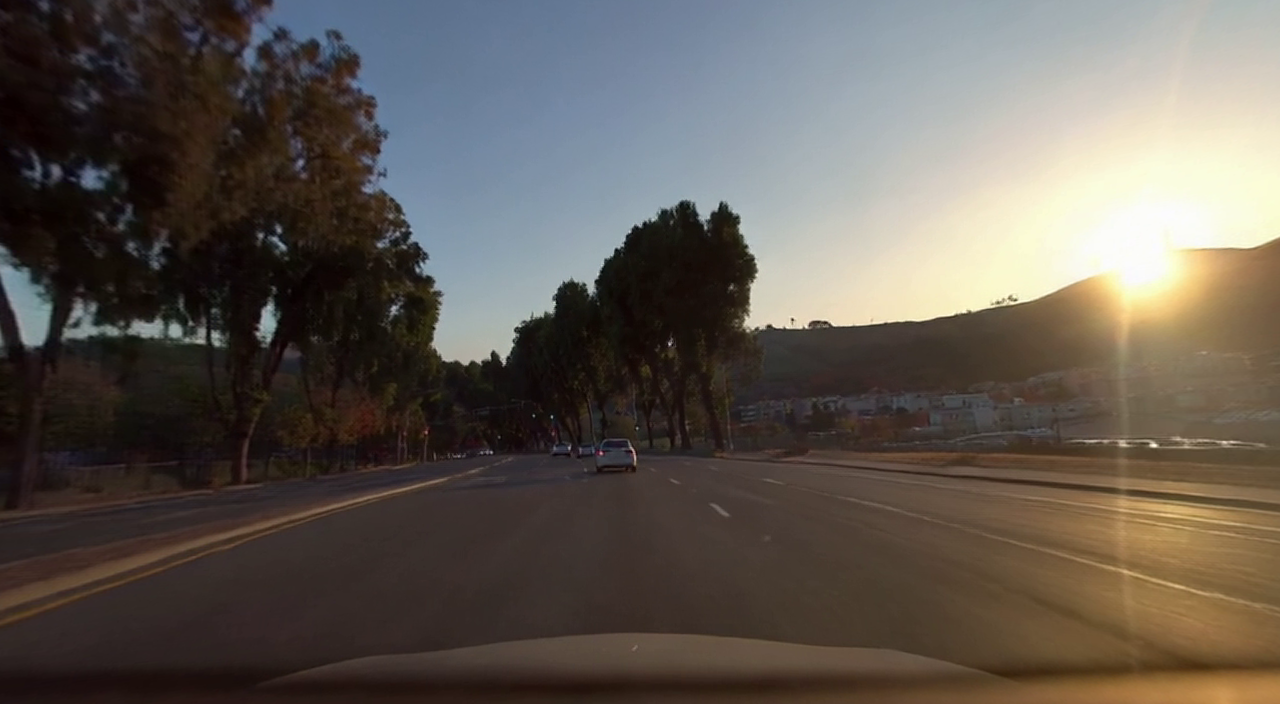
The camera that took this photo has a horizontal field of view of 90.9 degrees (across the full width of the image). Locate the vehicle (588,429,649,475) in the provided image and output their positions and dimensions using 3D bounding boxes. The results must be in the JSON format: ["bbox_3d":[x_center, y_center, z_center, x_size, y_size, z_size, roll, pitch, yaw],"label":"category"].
[{"bbox_3d":[-1.021,4.239,26.945,2.253,1.756,4.313,1,-8,-6],"label":"vehicle"}]
